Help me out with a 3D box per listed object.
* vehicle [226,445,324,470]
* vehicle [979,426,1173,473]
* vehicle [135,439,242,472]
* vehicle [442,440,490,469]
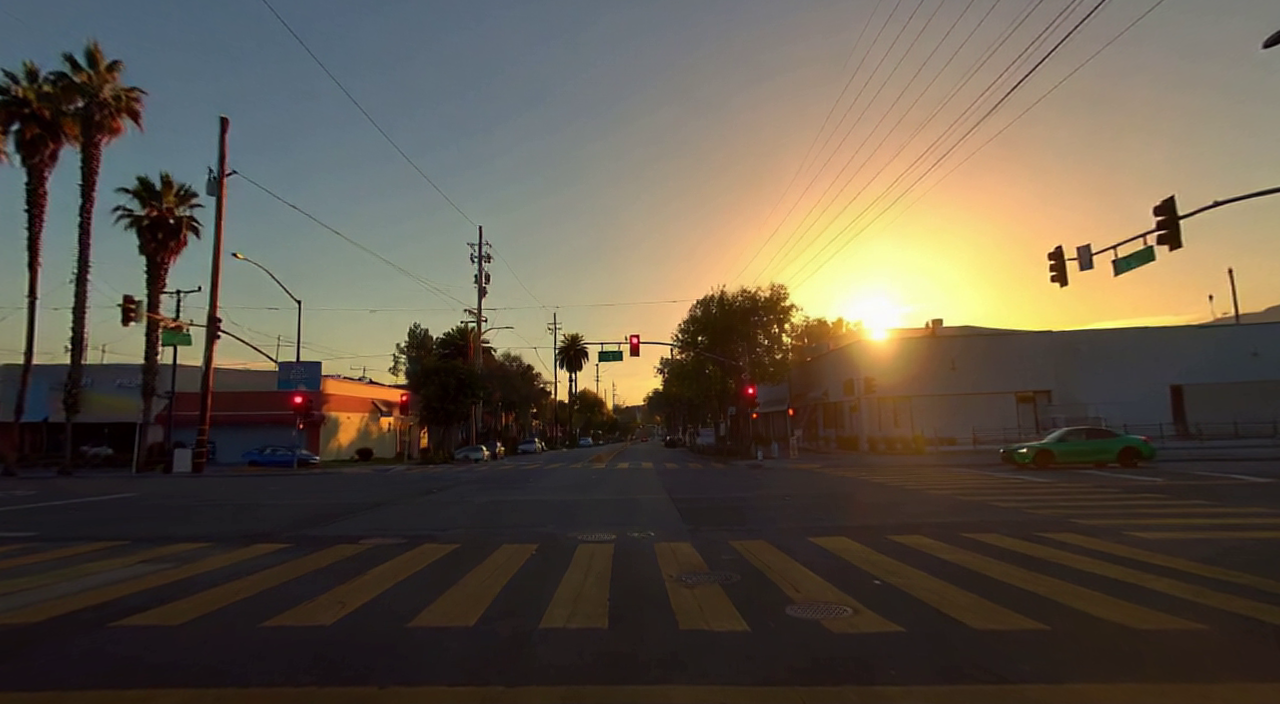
[{"bbox_3d":[-22.316,6.454,38.757,4.849,1.444,1.881,0,-8,2],"label":"vehicle"},{"bbox_3d":[14.375,3.254,21.100,4.918,1.479,1.897,-1,-9,7],"label":"vehicle"},{"bbox_3d":[-25.914,5.953,36.358,4.613,1.820,2.021,-1,-8,4],"label":"vehicle"},{"bbox_3d":[-11.972,7.025,43.700,2.016,1.717,4.287,0,-6,1],"label":"vehicle"}]
